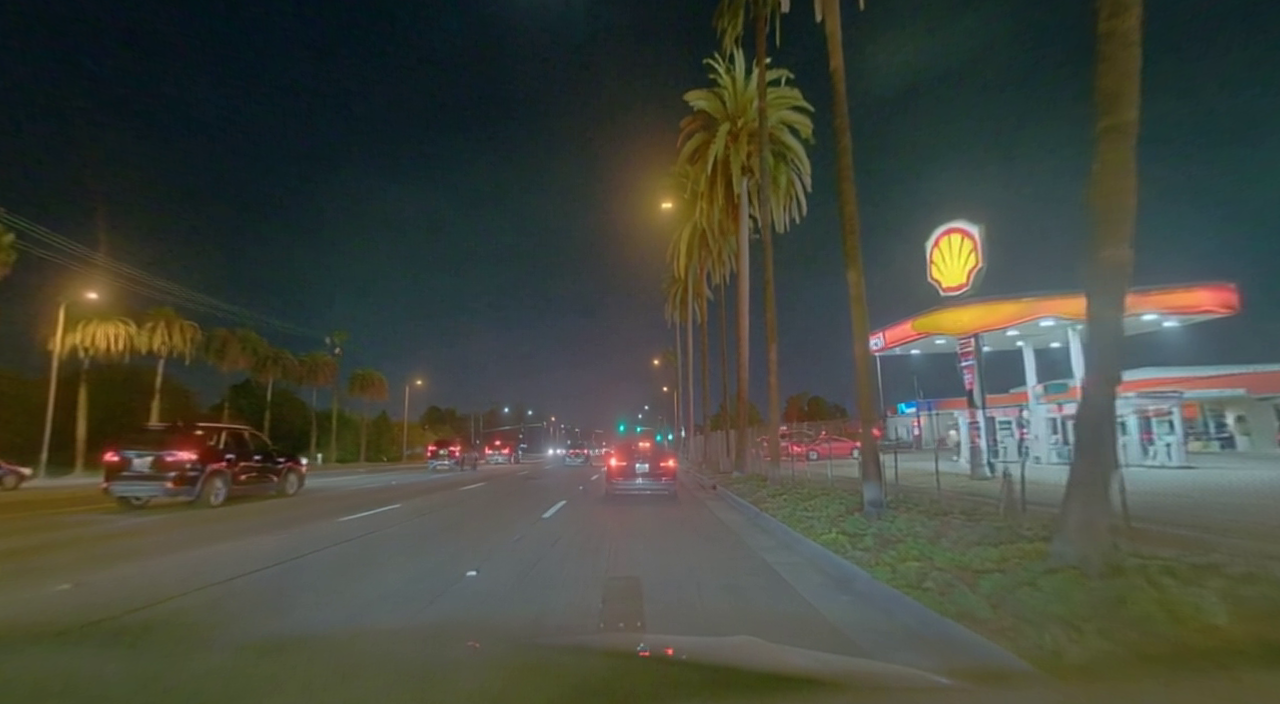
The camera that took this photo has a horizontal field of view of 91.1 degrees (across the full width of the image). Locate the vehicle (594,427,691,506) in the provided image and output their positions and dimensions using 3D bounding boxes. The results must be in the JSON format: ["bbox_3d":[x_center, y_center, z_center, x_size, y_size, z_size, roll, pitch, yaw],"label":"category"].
[{"bbox_3d":[0.092,2.797,15.752,2.121,1.710,3.893,0,-8,1],"label":"vehicle"}]

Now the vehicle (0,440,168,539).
[{"bbox_3d":[-10.005,2.146,10.191,1.924,1.384,3.426,0,-8,1],"label":"vehicle"}]

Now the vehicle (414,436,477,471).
[{"bbox_3d":[-10.562,5.545,34.417,1.965,1.743,4.327,0,-8,1],"label":"vehicle"}]

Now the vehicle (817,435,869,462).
[{"bbox_3d":[12.066,5.746,37.571,1.681,1.503,3.781,0,-8,-3],"label":"vehicle"}]

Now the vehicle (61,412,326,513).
[{"bbox_3d":[-9.959,2.530,14.822,2.269,1.934,5.350,0,-8,0],"label":"vehicle"}]

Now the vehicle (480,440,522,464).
[{"bbox_3d":[-10.471,7.570,47.726,1.998,1.731,4.952,0,-8,0],"label":"vehicle"}]

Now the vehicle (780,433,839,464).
[{"bbox_3d":[8.268,4.665,30.409,1.837,1.416,3.947,-4,-10,28],"label":"vehicle"}]
